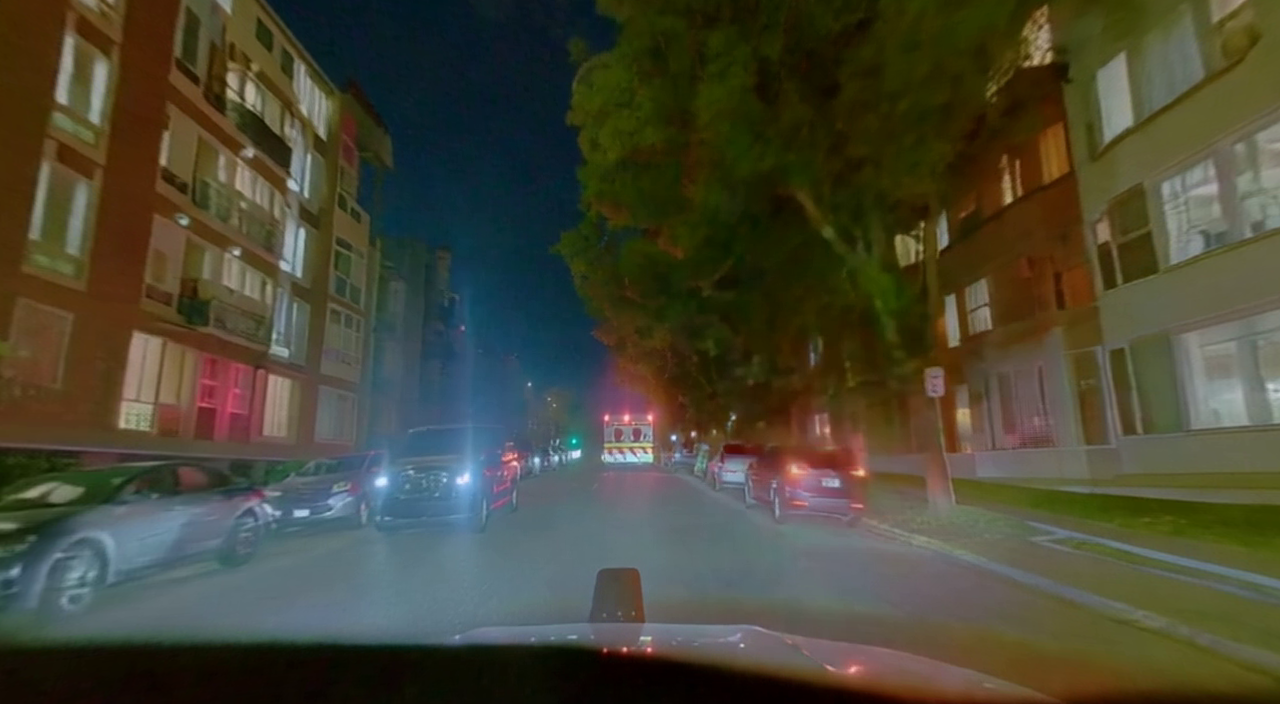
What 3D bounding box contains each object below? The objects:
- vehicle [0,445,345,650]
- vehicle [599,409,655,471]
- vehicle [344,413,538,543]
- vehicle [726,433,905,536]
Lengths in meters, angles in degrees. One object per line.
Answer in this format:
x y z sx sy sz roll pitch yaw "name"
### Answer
-5.405 1.773 6.982 2.047 1.471 4.647 0 -8 0 "vehicle"
-0.792 4.873 34.810 2.754 3.008 7.730 0 -8 -2 "vehicle"
-3.121 2.069 10.991 2.029 1.802 4.229 0 -8 -1 "vehicle"
3.103 2.428 12.260 2.035 1.549 4.373 3 -9 -3 "vehicle"
